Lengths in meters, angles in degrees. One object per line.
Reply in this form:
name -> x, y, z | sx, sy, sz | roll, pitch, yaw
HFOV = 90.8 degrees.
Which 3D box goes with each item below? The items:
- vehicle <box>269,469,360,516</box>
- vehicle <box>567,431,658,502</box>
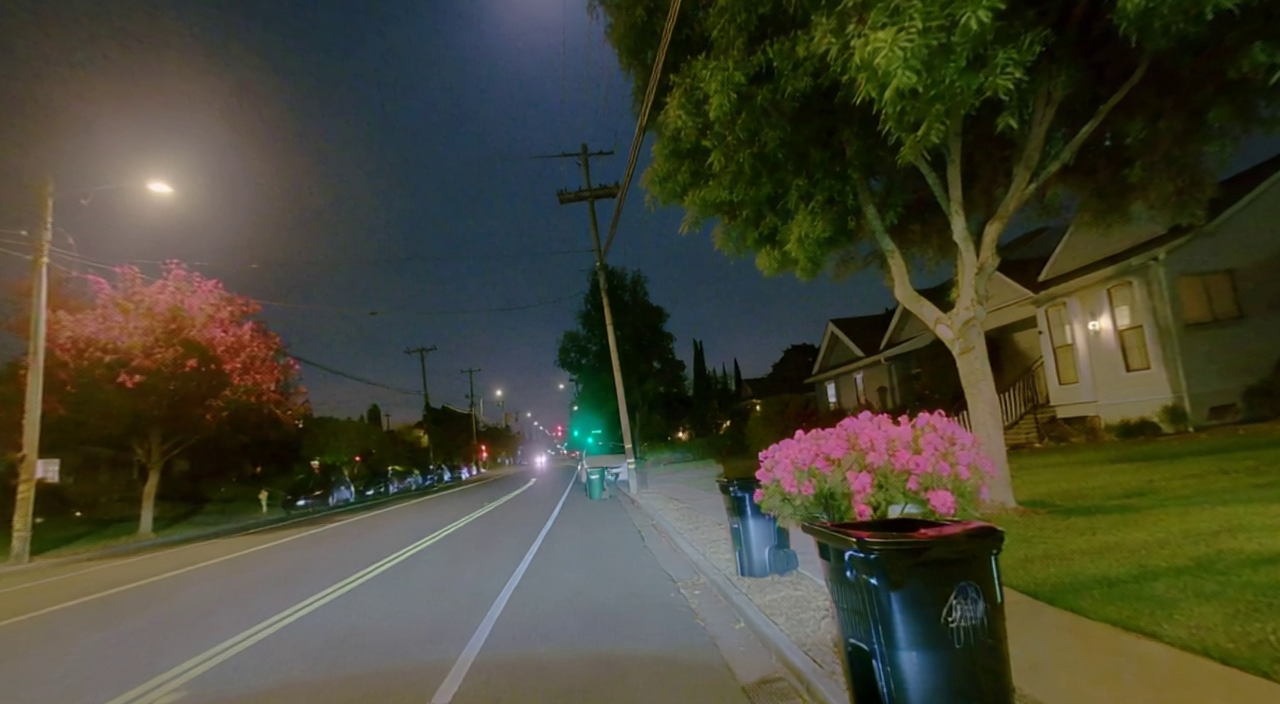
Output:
vehicle -> -13.767, 5.918, 26.987 | 1.982, 1.660, 4.142 | 1, -8, -6
vehicle -> -0.823, 3.074, 17.389 | 2.190, 1.708, 4.115 | 0, -8, -4
